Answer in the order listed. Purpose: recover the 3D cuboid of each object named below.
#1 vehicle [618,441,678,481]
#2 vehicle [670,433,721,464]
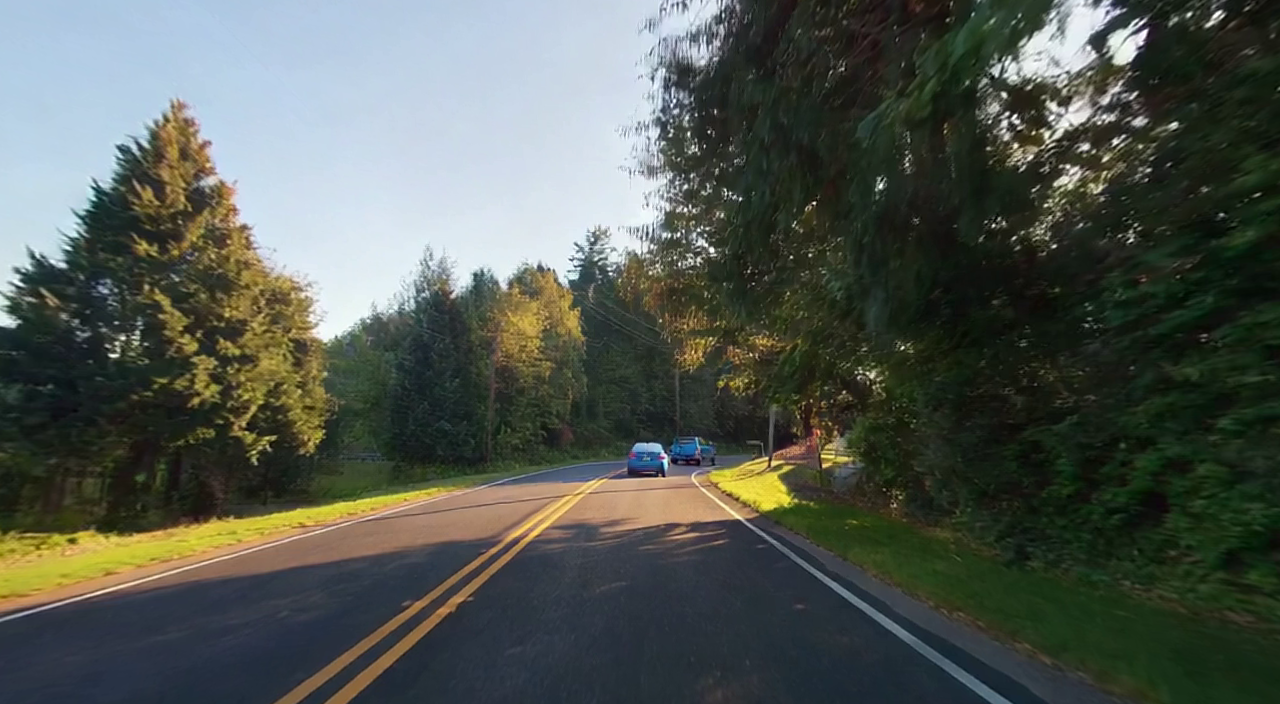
[{"bbox_3d":[0.434,4.569,26.765,2.157,1.565,4.243,-1,-8,5],"label":"vehicle"},{"bbox_3d":[4.202,7.136,46.665,2.376,2.145,5.953,-3,-9,19],"label":"vehicle"}]
